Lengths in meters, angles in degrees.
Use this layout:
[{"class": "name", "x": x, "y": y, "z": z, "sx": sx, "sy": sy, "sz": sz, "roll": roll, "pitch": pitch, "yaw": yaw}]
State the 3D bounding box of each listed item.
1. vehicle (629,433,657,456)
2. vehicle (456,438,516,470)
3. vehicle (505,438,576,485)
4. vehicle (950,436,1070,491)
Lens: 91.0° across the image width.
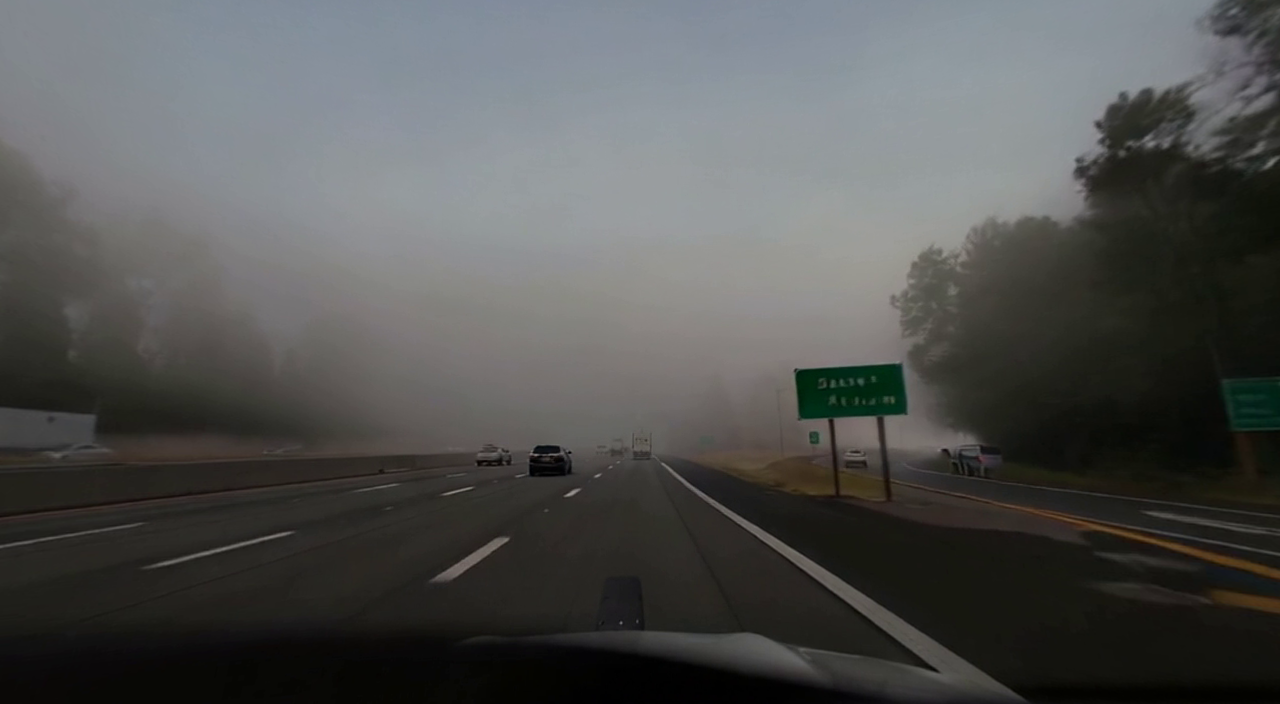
[{"class": "vehicle", "x": 0.269, "y": 7.342, "z": 49.830, "sx": 2.146, "sy": 1.687, "sz": 4.341, "roll": 0, "pitch": -9, "yaw": 1}, {"class": "vehicle", "x": -10.383, "y": 6.953, "z": 43.105, "sx": 2.519, "sy": 2.029, "sz": 6.180, "roll": 0, "pitch": -9, "yaw": 1}, {"class": "vehicle", "x": -3.857, "y": 4.323, "z": 25.177, "sx": 2.094, "sy": 1.695, "sz": 4.260, "roll": 0, "pitch": -9, "yaw": 1}, {"class": "vehicle", "x": 13.680, "y": 4.144, "z": 23.714, "sx": 2.200, "sy": 1.827, "sz": 4.822, "roll": -2, "pitch": -9, "yaw": 10}]
